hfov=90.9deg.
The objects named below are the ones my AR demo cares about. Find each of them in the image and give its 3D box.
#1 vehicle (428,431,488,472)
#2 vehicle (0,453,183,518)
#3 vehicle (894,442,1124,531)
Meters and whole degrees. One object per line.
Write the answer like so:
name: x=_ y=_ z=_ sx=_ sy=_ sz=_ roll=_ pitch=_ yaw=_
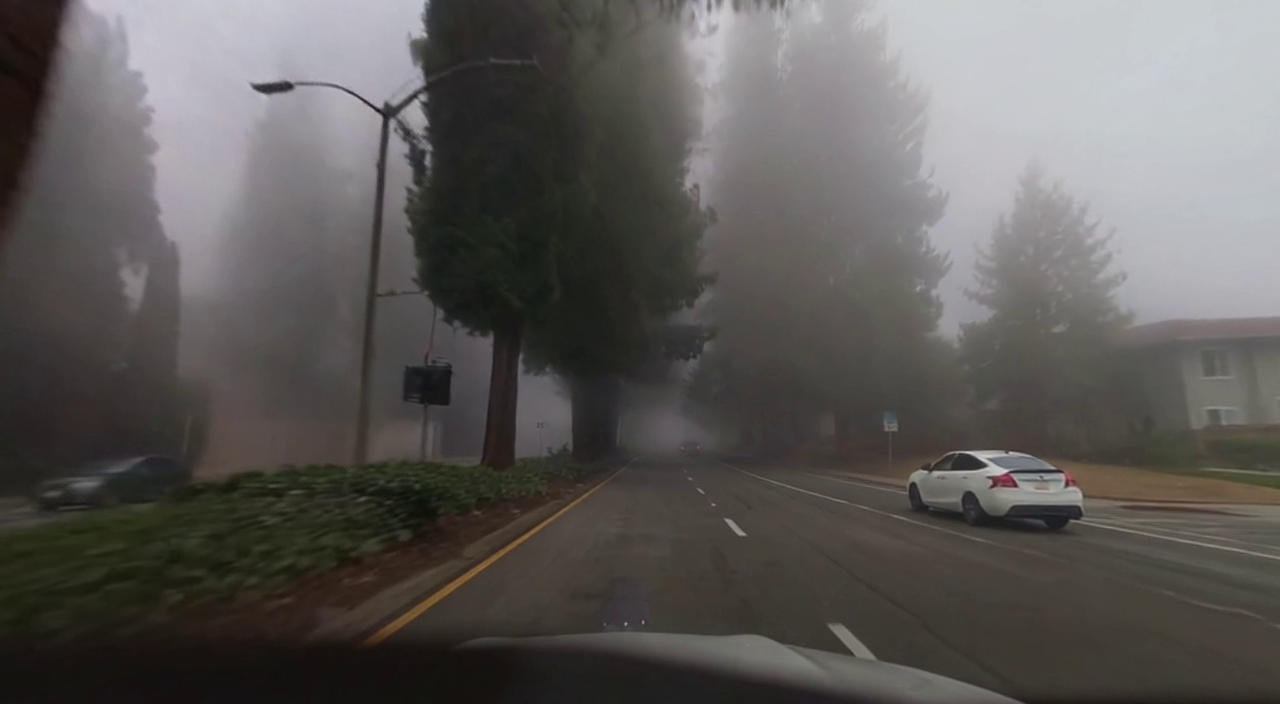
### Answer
vehicle: x=-13.124 y=7.203 z=45.902 sx=2.305 sy=2.791 sz=6.543 roll=0 pitch=-8 yaw=1
vehicle: x=-17.011 y=4.033 z=19.612 sx=2.026 sy=1.690 sz=4.656 roll=0 pitch=-8 yaw=0
vehicle: x=6.985 y=2.544 z=12.618 sx=1.855 sy=1.444 sz=4.389 roll=0 pitch=-8 yaw=-2
